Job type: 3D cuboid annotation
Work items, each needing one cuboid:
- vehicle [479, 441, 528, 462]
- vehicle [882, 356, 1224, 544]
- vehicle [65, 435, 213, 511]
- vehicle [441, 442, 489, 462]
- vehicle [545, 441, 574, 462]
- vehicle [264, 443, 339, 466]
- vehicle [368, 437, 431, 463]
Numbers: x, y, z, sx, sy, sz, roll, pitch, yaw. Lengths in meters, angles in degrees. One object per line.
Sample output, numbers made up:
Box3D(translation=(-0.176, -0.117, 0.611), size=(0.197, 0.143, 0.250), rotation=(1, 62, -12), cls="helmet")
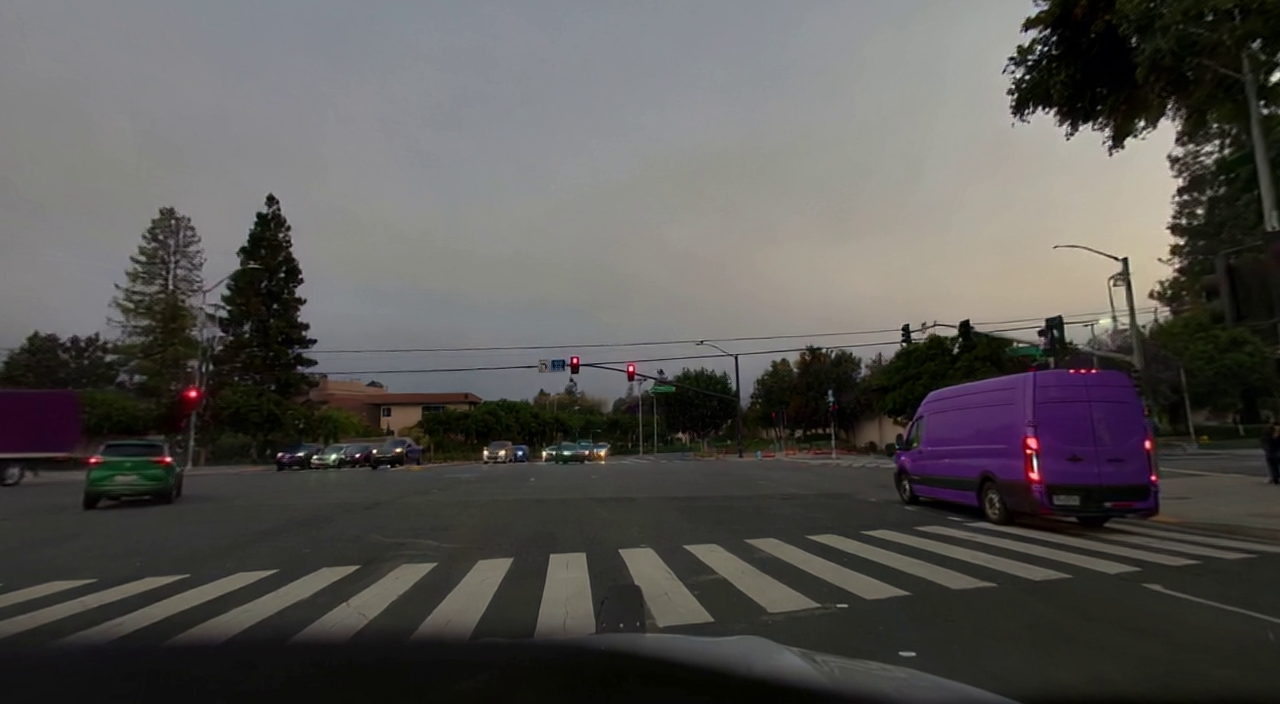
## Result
Box3D(translation=(-10.145, 7.468, 47.401), size=(2.097, 1.484, 4.596), rotation=(-1, -9, 7), cls="vehicle")
Box3D(translation=(6.545, 1.690, 11.172), size=(2.332, 2.511, 5.326), rotation=(0, -9, 0), cls="vehicle")
Box3D(translation=(-11.697, 2.788, 15.118), size=(1.993, 1.496, 4.524), rotation=(5, -10, -29), cls="vehicle")
Box3D(translation=(-13.181, 7.587, 47.847), size=(1.845, 1.426, 4.289), rotation=(-1, -9, 8), cls="vehicle")
Box3D(translation=(-5.593, 6.951, 44.236), size=(1.907, 1.409, 3.909), rotation=(1, -9, -7), cls="vehicle")
Box3D(translation=(-21.834, 6.643, 40.998), size=(1.859, 1.415, 4.591), rotation=(-1, -9, 8), cls="vehicle")
Box3D(translation=(-17.383, 7.150, 46.000), size=(2.189, 1.753, 4.785), rotation=(-1, -9, 8), cls="vehicle")
